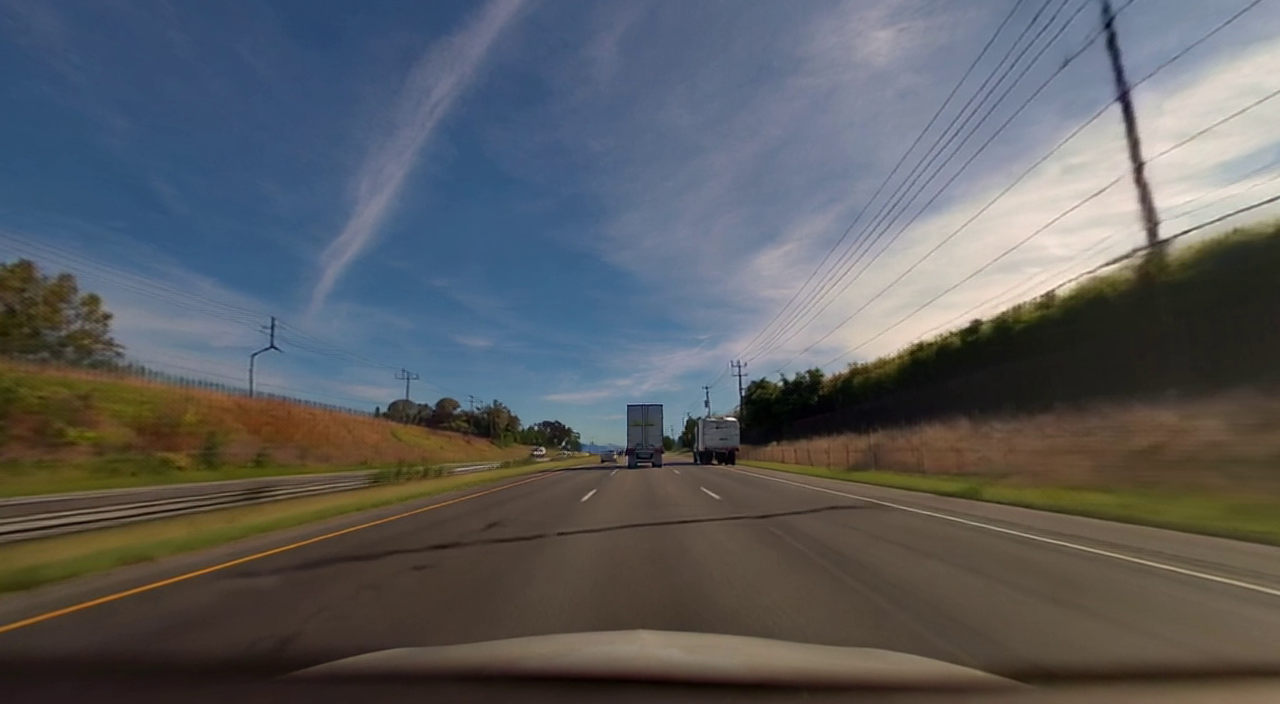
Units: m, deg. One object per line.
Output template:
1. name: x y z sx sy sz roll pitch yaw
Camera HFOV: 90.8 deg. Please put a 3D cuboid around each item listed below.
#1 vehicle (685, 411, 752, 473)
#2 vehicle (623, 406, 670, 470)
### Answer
1. vehicle: 4.661 5.671 39.230 2.938 3.378 8.820 0 -9 0
2. vehicle: 0.509 6.500 46.602 2.997 4.076 13.224 0 -9 1
